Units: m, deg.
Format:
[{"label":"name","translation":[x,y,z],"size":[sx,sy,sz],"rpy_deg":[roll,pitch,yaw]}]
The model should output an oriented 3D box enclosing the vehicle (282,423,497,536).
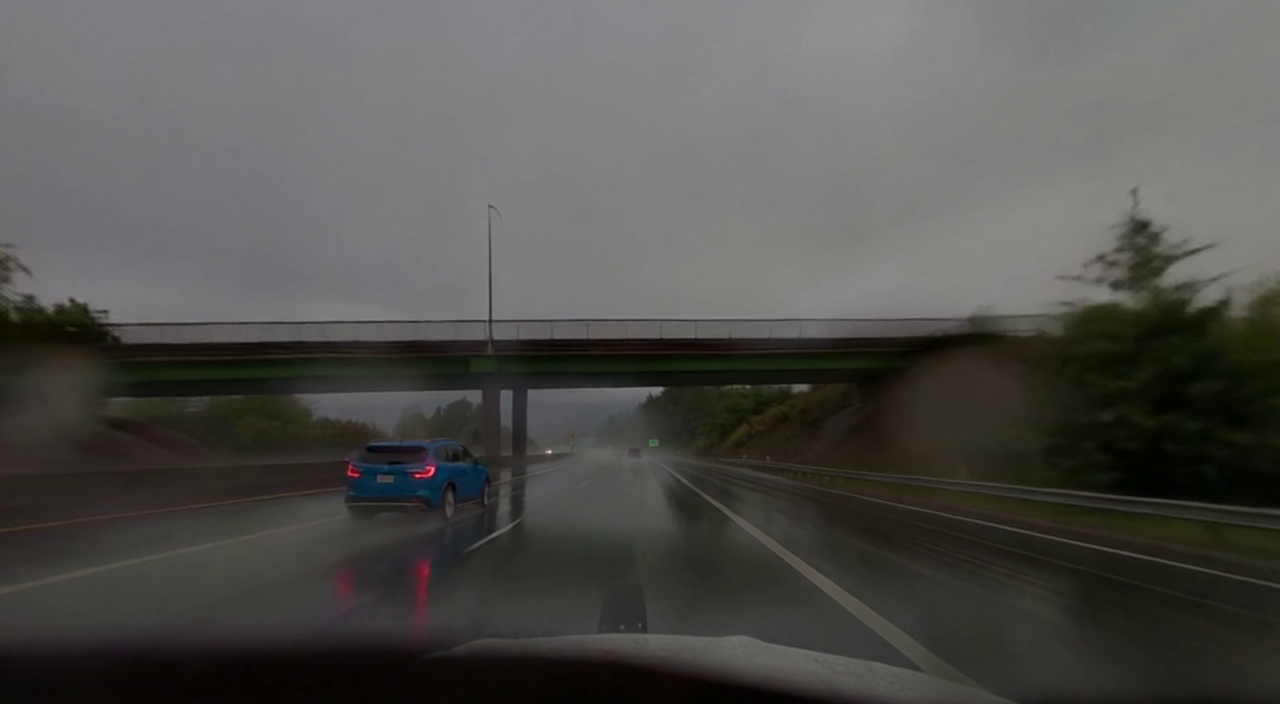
[{"label":"vehicle","translation":[-4.457,2.362,12.270],"size":[2.221,1.750,4.706],"rpy_deg":[0,-9,0]}]
